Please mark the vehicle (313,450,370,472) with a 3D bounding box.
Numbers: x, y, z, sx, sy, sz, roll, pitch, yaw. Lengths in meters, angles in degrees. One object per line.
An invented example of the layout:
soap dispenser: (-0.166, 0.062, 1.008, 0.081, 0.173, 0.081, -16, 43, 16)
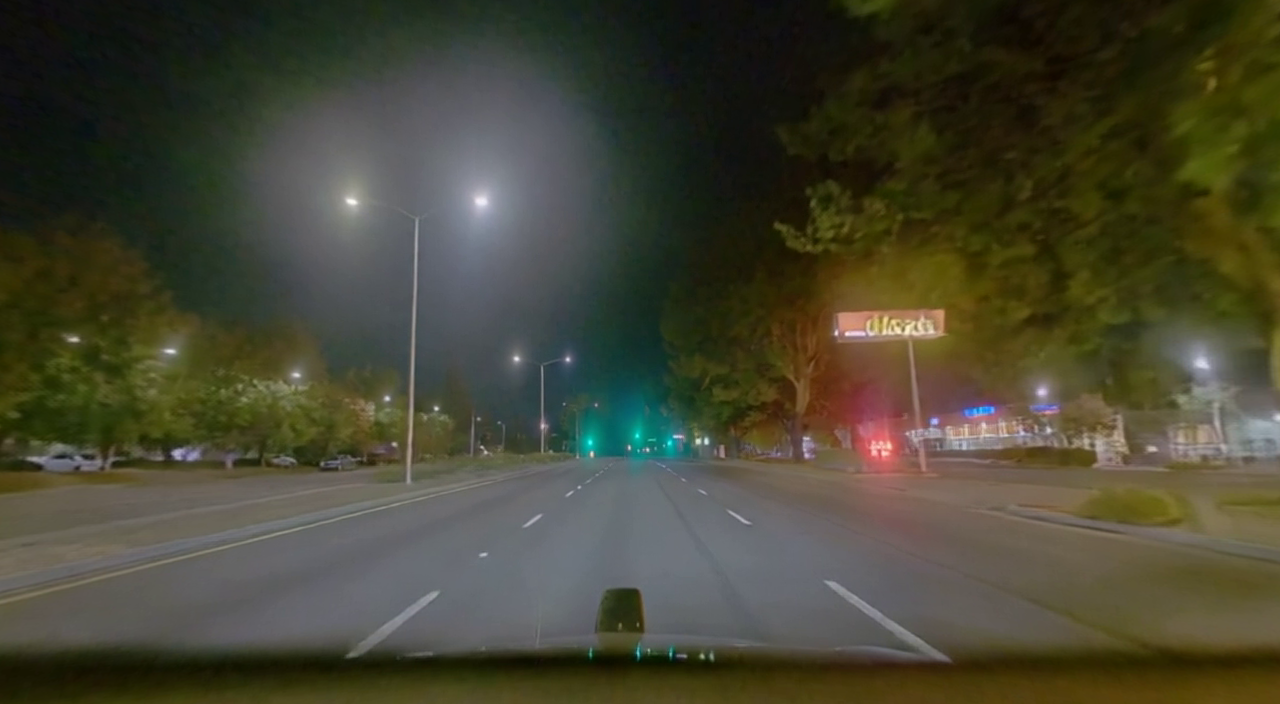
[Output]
vehicle: (-22.678, 8.268, 48.162, 1.864, 1.510, 4.664, 0, -9, 2)
